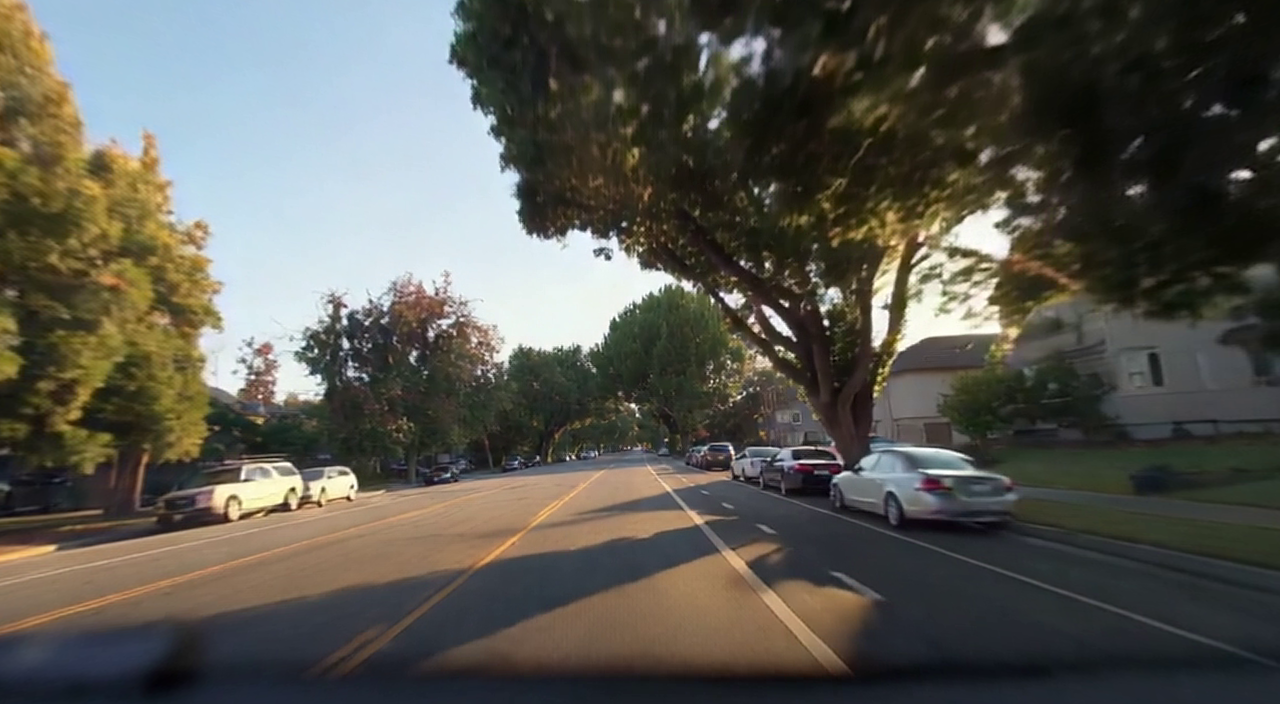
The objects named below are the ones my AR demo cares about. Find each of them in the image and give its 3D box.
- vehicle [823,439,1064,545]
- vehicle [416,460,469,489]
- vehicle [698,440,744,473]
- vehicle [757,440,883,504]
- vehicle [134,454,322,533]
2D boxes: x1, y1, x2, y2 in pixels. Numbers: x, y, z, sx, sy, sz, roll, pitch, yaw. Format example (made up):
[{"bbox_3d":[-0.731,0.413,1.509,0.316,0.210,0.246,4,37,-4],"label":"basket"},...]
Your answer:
[{"bbox_3d":[4.908,2.308,11.124,1.923,1.454,4.460,0,-9,-2],"label":"vehicle"},{"bbox_3d":[-12.705,7.884,40.868,1.972,1.475,4.503,-5,-9,-1],"label":"vehicle"},{"bbox_3d":[4.507,5.902,35.809,1.919,1.698,4.747,0,-9,-1],"label":"vehicle"},{"bbox_3d":[4.794,3.283,17.739,1.933,1.511,5.086,0,-9,-2],"label":"vehicle"},{"bbox_3d":[-12.306,4.230,19.534,2.156,1.935,5.464,-3,-10,0],"label":"vehicle"}]
